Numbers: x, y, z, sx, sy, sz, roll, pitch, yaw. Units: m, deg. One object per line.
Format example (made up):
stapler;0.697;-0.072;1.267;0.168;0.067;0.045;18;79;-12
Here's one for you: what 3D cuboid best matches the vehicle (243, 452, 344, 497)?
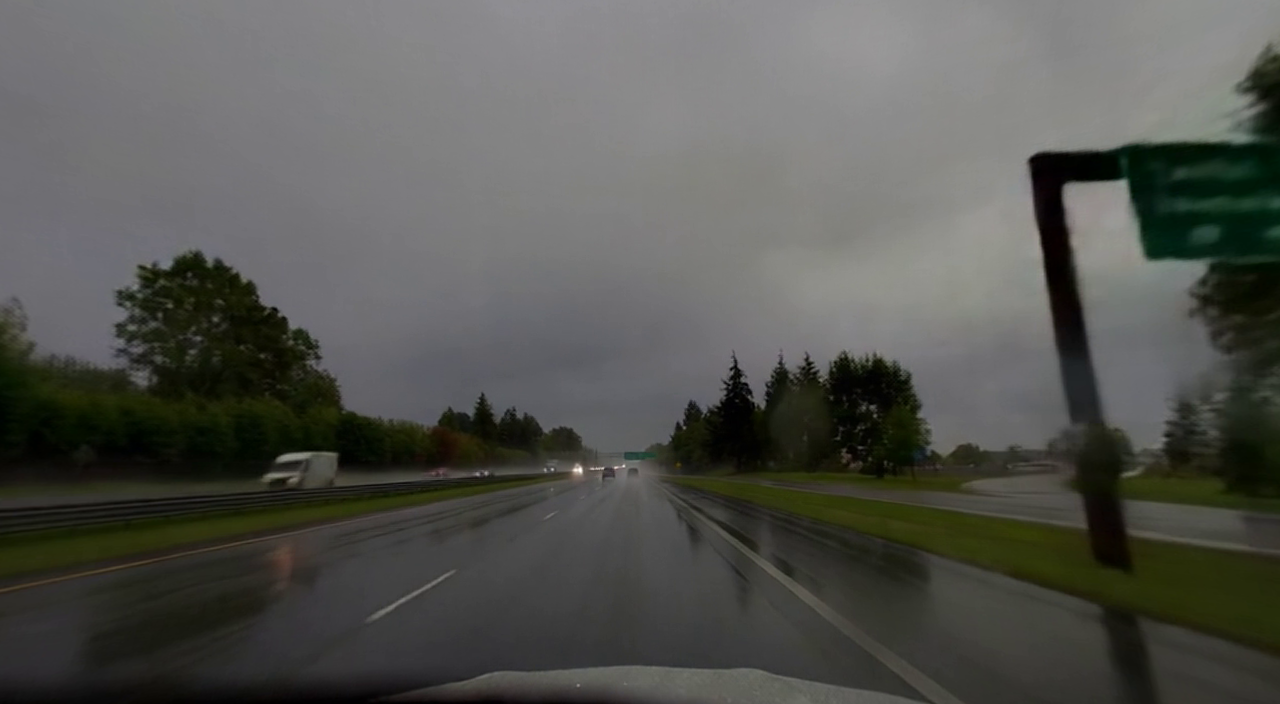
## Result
vehicle;-16.240;5.787;29.873;2.038;1.869;4.719;1;-11;-1
